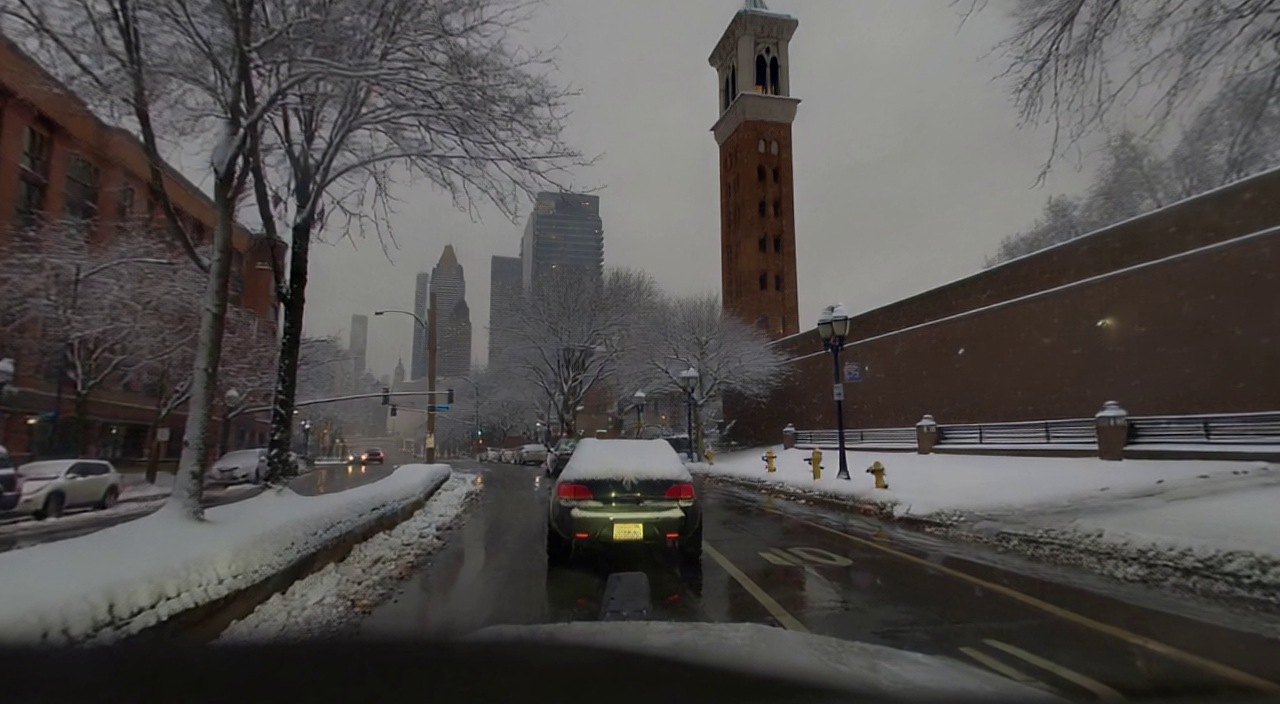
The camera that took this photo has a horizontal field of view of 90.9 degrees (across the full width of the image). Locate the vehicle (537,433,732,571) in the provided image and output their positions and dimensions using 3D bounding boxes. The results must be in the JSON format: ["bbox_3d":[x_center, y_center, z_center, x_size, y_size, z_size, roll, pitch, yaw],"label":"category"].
[{"bbox_3d":[-0.248,1.942,9.016,2.142,1.475,4.051,1,-8,-6],"label":"vehicle"}]
